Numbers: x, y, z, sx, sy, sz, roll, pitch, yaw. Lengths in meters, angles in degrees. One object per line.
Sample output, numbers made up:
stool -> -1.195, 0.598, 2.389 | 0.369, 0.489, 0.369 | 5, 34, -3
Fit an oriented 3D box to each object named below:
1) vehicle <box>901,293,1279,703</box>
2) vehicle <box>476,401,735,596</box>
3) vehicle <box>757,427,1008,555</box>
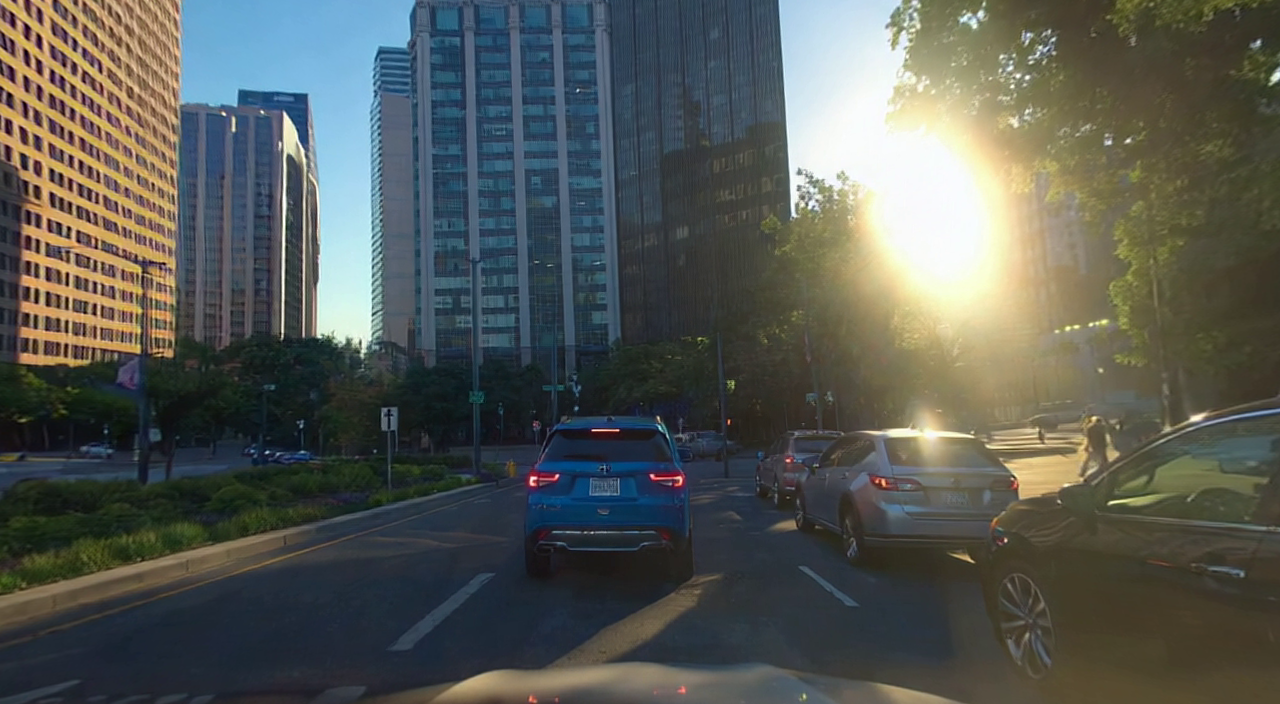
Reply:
vehicle -> 3.001, 0.748, 2.240 | 2.063, 1.760, 4.664 | 0, -9, -1
vehicle -> -0.344, 1.584, 7.639 | 2.249, 1.684, 4.084 | 0, -9, -1
vehicle -> 3.288, 1.984, 9.797 | 1.941, 1.482, 4.632 | 0, -9, -2
